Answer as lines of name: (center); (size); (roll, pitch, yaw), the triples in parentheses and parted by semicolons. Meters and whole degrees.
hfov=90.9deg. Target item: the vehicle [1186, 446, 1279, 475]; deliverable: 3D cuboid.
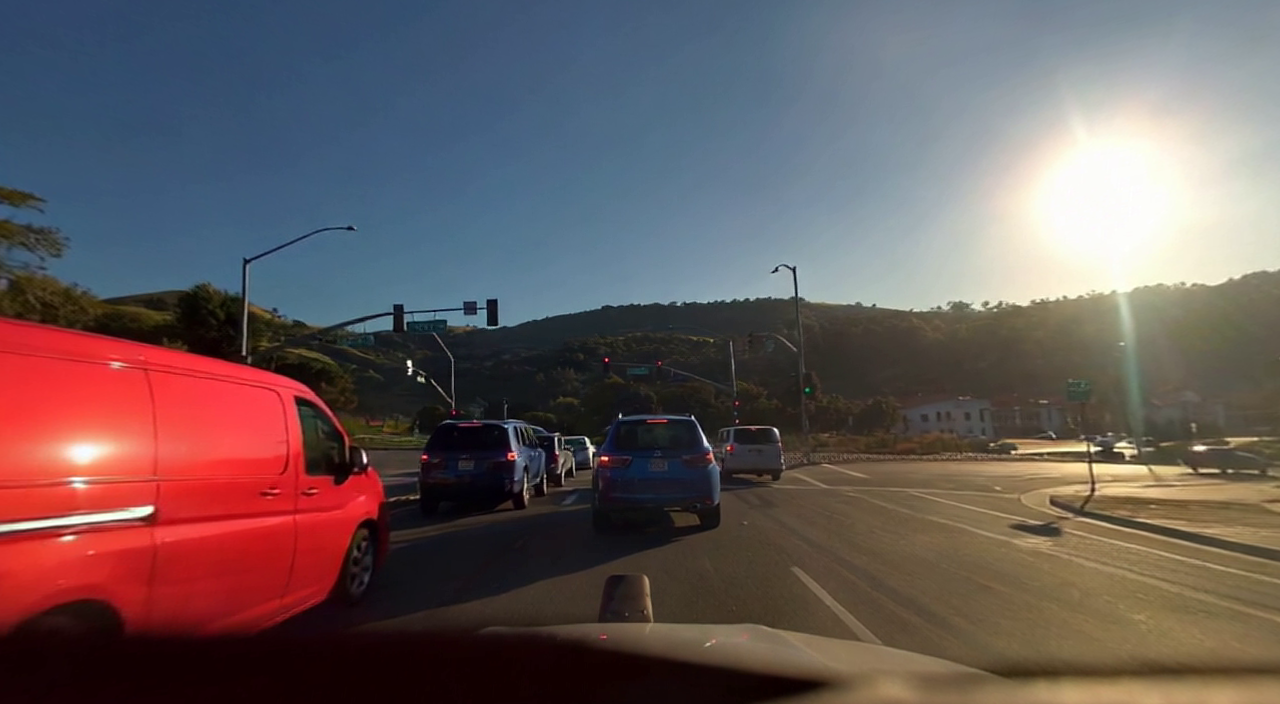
vehicle: (31.881, 5.659, 33.049); (4.696, 1.461, 1.810); (0, -8, 1)

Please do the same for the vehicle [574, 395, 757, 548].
vehicle: (0.295, 1.758, 9.813); (2.185, 1.822, 4.391); (0, -8, 0)

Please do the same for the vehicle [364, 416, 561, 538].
vehicle: (-2.682, 2.021, 10.779); (1.972, 1.642, 4.372); (0, -8, 2)

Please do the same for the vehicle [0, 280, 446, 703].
vehicle: (-2.798, 0.893, 3.047); (2.131, 1.783, 4.540); (0, -8, 2)
